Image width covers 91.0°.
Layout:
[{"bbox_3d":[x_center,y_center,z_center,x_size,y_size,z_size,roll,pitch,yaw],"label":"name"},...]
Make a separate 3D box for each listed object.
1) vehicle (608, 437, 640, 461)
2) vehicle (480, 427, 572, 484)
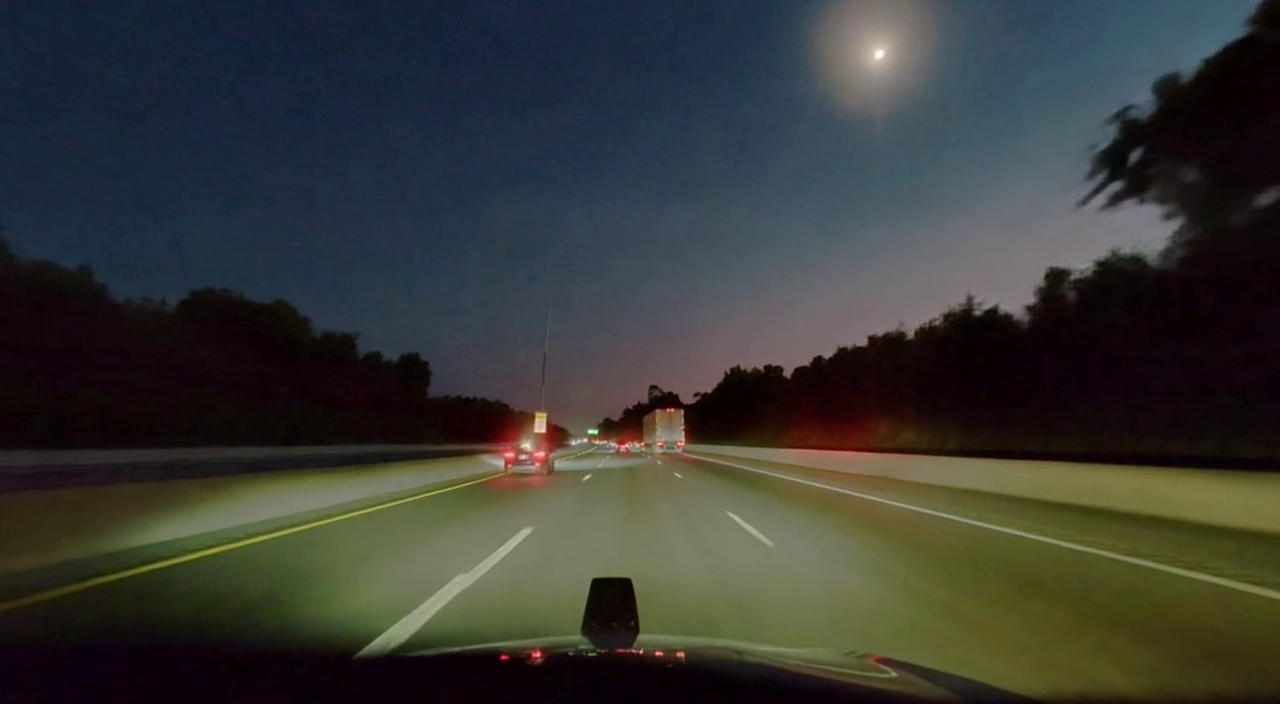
[{"bbox_3d":[-1.120,6.766,44.073,2.125,1.542,3.816,0,-8,-1],"label":"vehicle"},{"bbox_3d":[-3.876,3.614,22.303,2.377,1.747,4.703,0,-8,0],"label":"vehicle"}]
